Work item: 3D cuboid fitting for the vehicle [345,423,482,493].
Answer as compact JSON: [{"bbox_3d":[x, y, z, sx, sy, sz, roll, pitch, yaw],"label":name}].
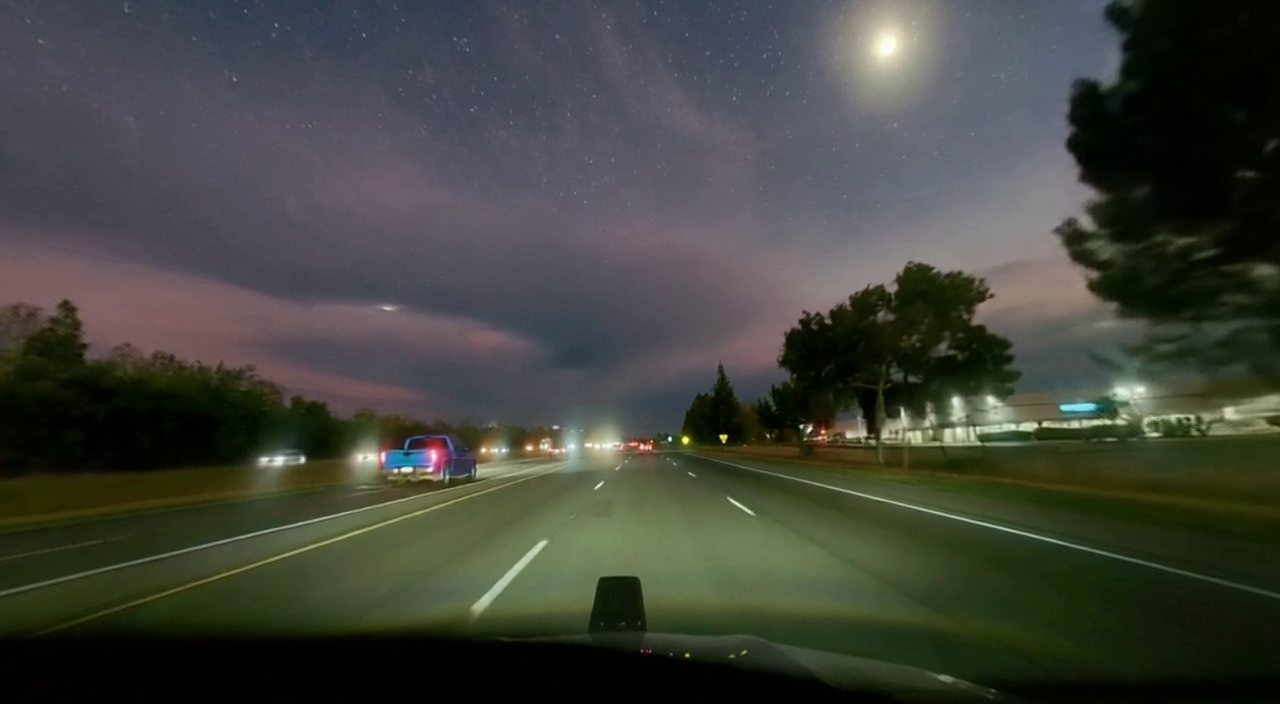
[{"bbox_3d":[-7.015,3.359,20.444,2.156,1.911,5.956,0,-8,1],"label":"vehicle"}]
